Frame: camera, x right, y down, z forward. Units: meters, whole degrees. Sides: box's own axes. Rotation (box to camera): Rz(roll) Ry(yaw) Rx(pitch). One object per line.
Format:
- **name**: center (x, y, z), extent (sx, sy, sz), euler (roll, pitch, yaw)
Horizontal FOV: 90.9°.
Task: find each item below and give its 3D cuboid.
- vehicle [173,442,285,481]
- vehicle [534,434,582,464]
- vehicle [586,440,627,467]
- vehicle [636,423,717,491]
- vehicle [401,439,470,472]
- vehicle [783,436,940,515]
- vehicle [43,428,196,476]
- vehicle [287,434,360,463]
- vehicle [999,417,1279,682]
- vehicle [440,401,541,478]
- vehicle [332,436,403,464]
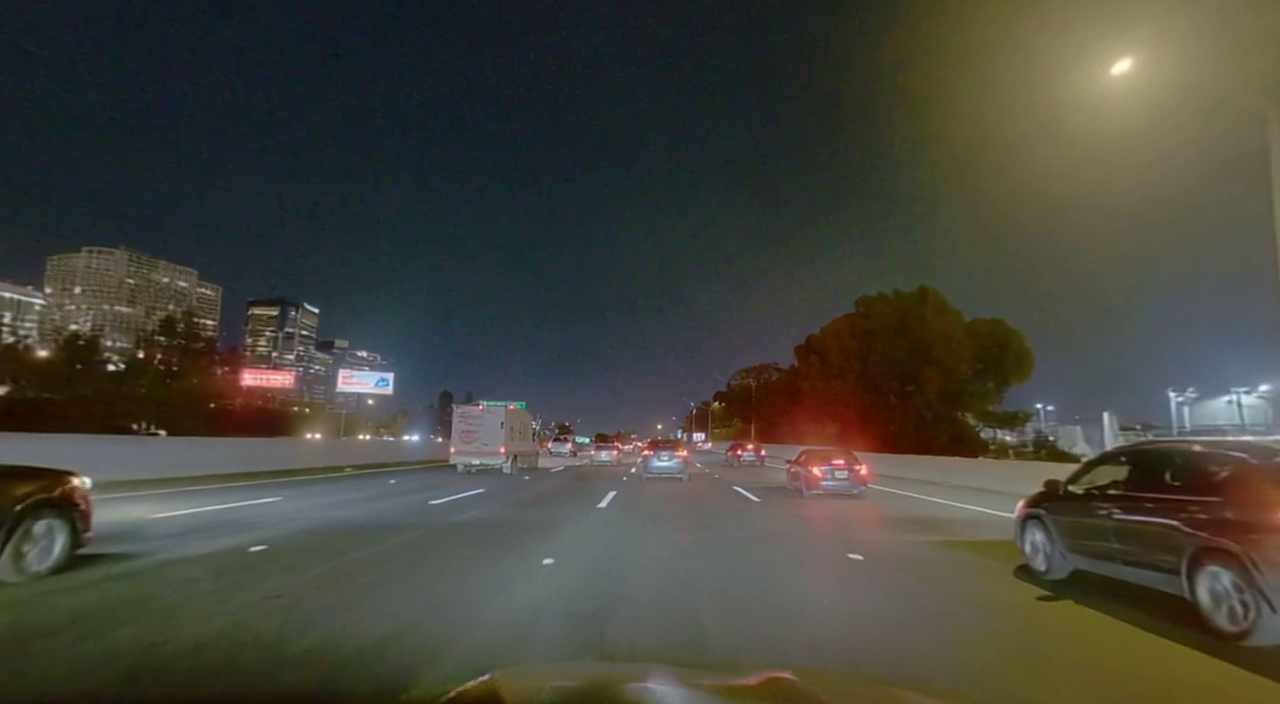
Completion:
- **vehicle**: center (-16.042, 4.268, 24.887), extent (1.823, 1.388, 3.705), euler (0, -8, 2)
- **vehicle**: center (-5.540, 6.656, 43.453), extent (2.269, 1.929, 6.032), euler (0, -8, 2)
- **vehicle**: center (-1.950, 6.114, 38.274), extent (2.079, 1.499, 4.512), euler (0, -8, 2)
- **vehicle**: center (1.065, 3.234, 19.761), extent (2.209, 1.863, 4.626), euler (0, -8, 1)
- **vehicle**: center (-9.895, 5.031, 30.799), extent (1.923, 1.480, 3.905), euler (0, -8, 2)
- **vehicle**: center (4.739, 2.680, 14.313), extent (1.942, 1.487, 4.518), euler (0, -8, 0)
- **vehicle**: center (-20.246, 3.894, 24.856), extent (1.920, 1.695, 4.612), euler (0, -8, 2)
- **vehicle**: center (-19.875, 6.094, 39.831), extent (2.064, 1.719, 4.599), euler (0, -8, 2)
- **vehicle**: center (4.582, 1.191, 4.064), extent (1.915, 1.482, 4.537), euler (0, -8, 1)
- **vehicle**: center (-6.089, 3.738, 26.899), extent (2.358, 2.817, 7.055), euler (0, -8, 2)
- **vehicle**: center (-16.025, 5.776, 37.370), extent (1.943, 1.564, 4.687), euler (0, -8, 2)
